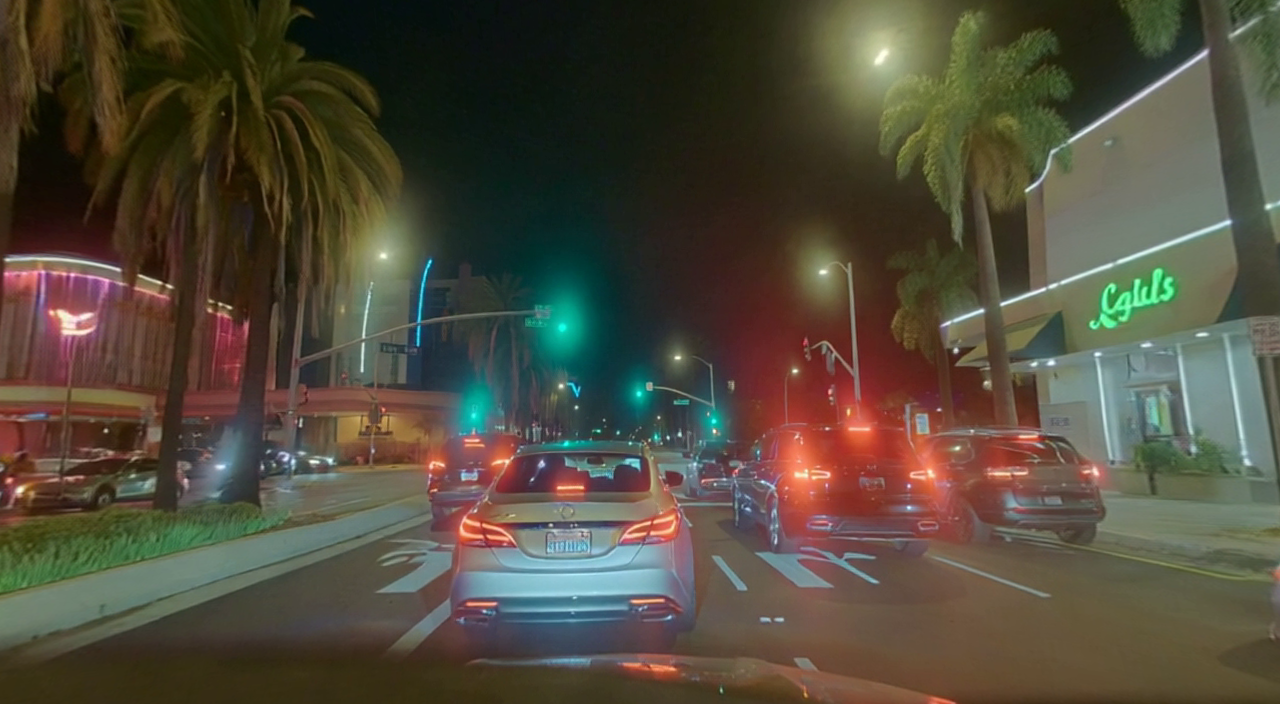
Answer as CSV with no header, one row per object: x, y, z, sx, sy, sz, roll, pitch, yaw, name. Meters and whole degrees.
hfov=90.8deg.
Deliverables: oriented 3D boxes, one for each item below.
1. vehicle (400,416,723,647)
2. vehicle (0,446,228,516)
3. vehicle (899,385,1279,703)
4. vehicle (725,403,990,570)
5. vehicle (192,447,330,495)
-0.521,1.478,6.224,2.096,1.492,4.071,0,-9,0,vehicle
-12.864,3.134,15.938,1.870,1.475,4.531,0,-9,0,vehicle
2.622,0.811,1.476,2.085,1.469,4.458,0,-9,-1,vehicle
2.638,1.770,9.060,2.096,1.775,4.440,0,-9,-1,vehicle
-12.861,4.026,21.872,1.856,1.455,4.700,0,-9,0,vehicle
